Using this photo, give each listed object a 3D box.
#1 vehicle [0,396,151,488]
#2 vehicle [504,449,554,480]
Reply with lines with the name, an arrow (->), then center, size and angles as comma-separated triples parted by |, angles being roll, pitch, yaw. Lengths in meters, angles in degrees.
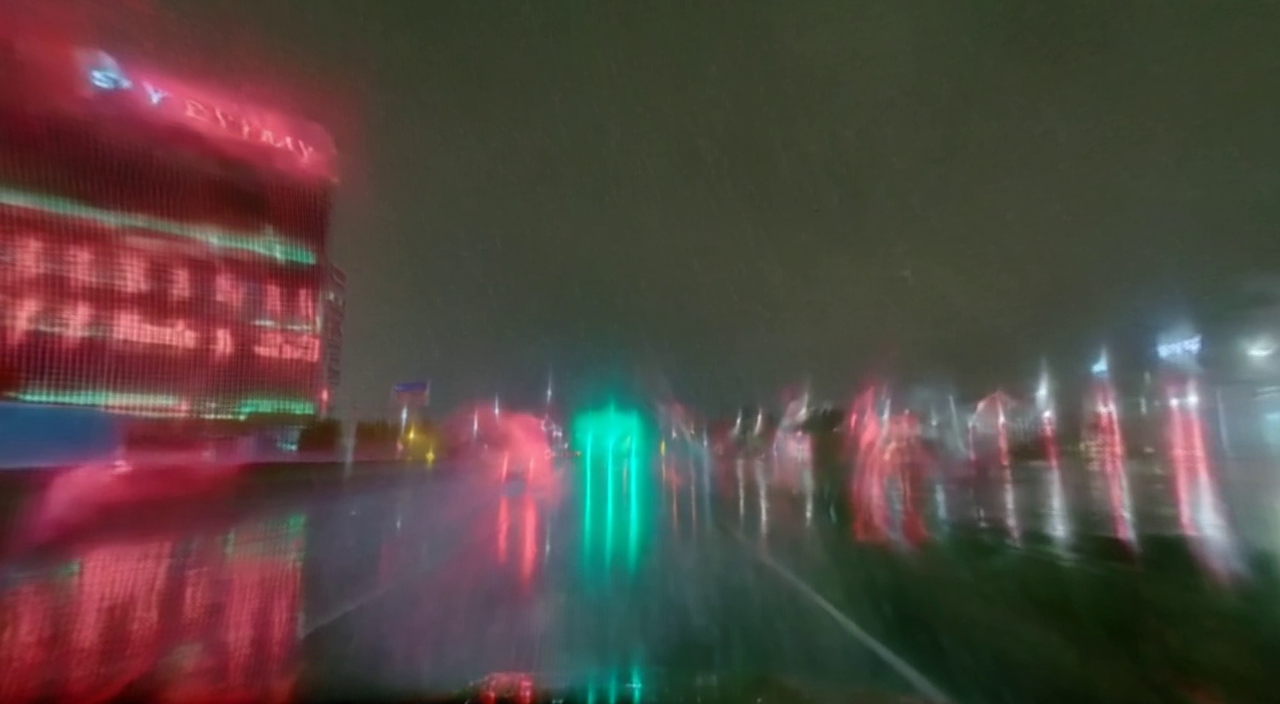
vehicle -> -24.512, 3.620, 25.115 | 2.785, 3.272, 9.199 | 0, -9, -1
vehicle -> -5.873, 5.997, 33.986 | 1.943, 1.510, 4.201 | 0, -9, 0
